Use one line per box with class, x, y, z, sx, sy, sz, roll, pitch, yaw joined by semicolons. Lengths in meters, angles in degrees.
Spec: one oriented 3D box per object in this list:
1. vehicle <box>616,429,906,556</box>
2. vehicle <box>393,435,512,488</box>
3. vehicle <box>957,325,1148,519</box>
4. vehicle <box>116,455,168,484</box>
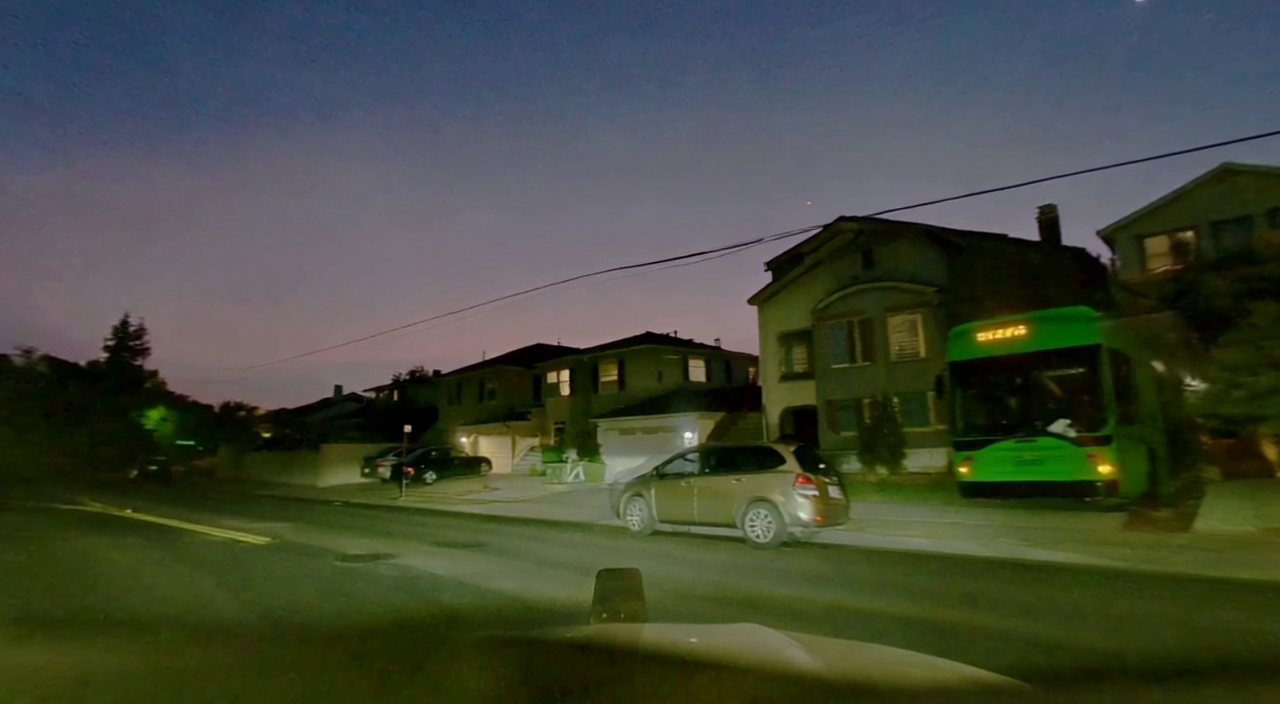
vehicle;1.875;2.234;10.778;4.432;1.697;1.934;-7;-11;40
vehicle;-7.723;4.476;26.345;1.920;1.873;4.431;-7;-9;39
vehicle;8.526;1.472;12.712;2.312;2.921;6.300;-7;-11;39
vehicle;-30.747;7.196;38.947;1.984;1.601;3.994;8;-12;-43
